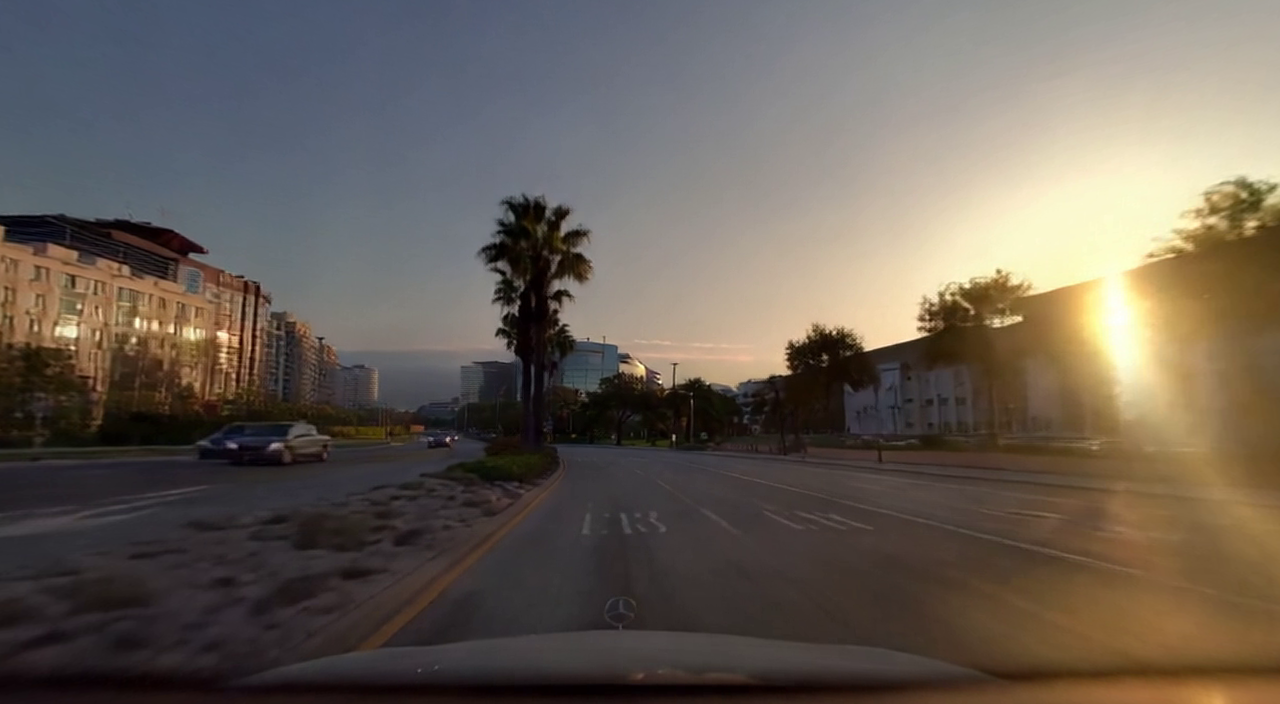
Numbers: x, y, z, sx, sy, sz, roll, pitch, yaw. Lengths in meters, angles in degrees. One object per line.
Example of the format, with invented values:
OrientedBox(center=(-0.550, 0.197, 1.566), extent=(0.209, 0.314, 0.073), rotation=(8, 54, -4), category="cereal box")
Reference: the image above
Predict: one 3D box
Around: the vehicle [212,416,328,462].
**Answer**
OrientedBox(center=(-14.455, 3.462, 25.043), extent=(2.012, 1.633, 4.505), rotation=(0, -8, -3), category="vehicle")
